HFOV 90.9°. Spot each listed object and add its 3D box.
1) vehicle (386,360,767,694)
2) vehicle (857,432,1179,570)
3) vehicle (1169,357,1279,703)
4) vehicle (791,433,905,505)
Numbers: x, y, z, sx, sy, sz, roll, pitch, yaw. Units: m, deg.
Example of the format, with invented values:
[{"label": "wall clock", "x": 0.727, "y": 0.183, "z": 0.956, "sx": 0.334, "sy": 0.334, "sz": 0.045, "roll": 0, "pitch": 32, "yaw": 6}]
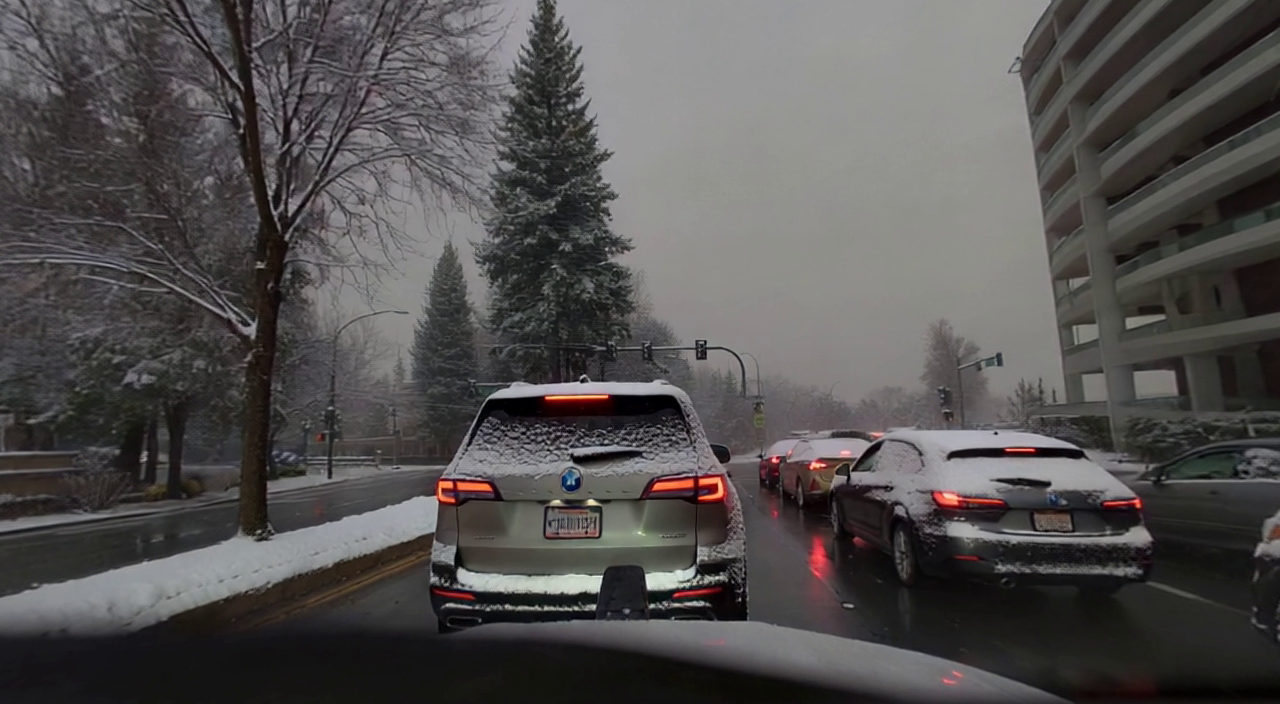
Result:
[{"label": "vehicle", "x": -0.211, "y": 1.232, "z": 5.563, "sx": 2.021, "sy": 1.742, "sz": 4.295, "roll": -1, "pitch": -8, "yaw": 4}, {"label": "vehicle", "x": 4.891, "y": 1.959, "z": 9.173, "sx": 1.963, "sy": 1.480, "sz": 4.553, "roll": 0, "pitch": -8, "yaw": 2}, {"label": "vehicle", "x": 4.054, "y": 0.599, "z": 1.106, "sx": 1.993, "sy": 1.719, "sz": 4.953, "roll": 0, "pitch": -8, "yaw": 1}, {"label": "vehicle", "x": 5.325, "y": 3.030, "z": 16.736, "sx": 1.994, "sy": 1.638, "sz": 4.100, "roll": -1, "pitch": -9, "yaw": 6}]
